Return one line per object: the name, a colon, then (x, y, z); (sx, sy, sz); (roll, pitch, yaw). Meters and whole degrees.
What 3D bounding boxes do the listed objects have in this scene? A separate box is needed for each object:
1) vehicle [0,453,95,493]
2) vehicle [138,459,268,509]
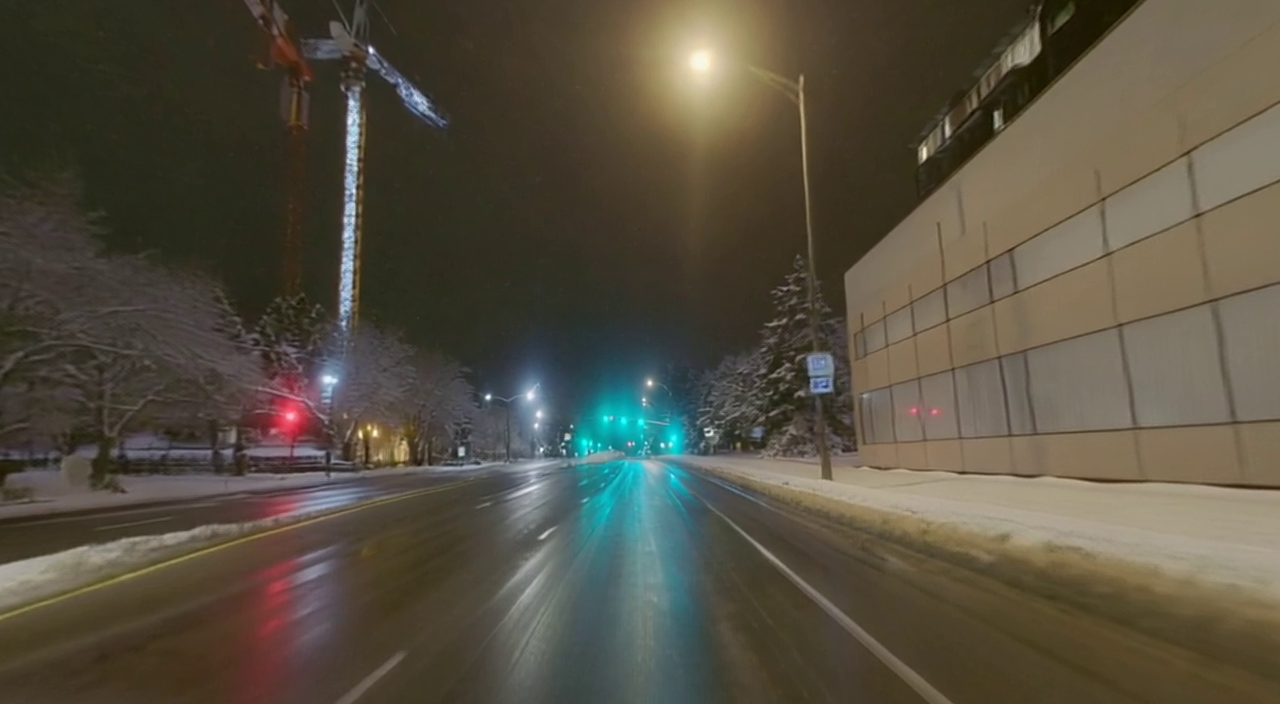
vehicle: (-25.083, 4.932, 25.695); (3.850, 1.453, 1.895); (-1, -8, -1)
vehicle: (-17.023, 5.123, 24.888); (1.921, 1.541, 4.541); (-2, -8, 0)
